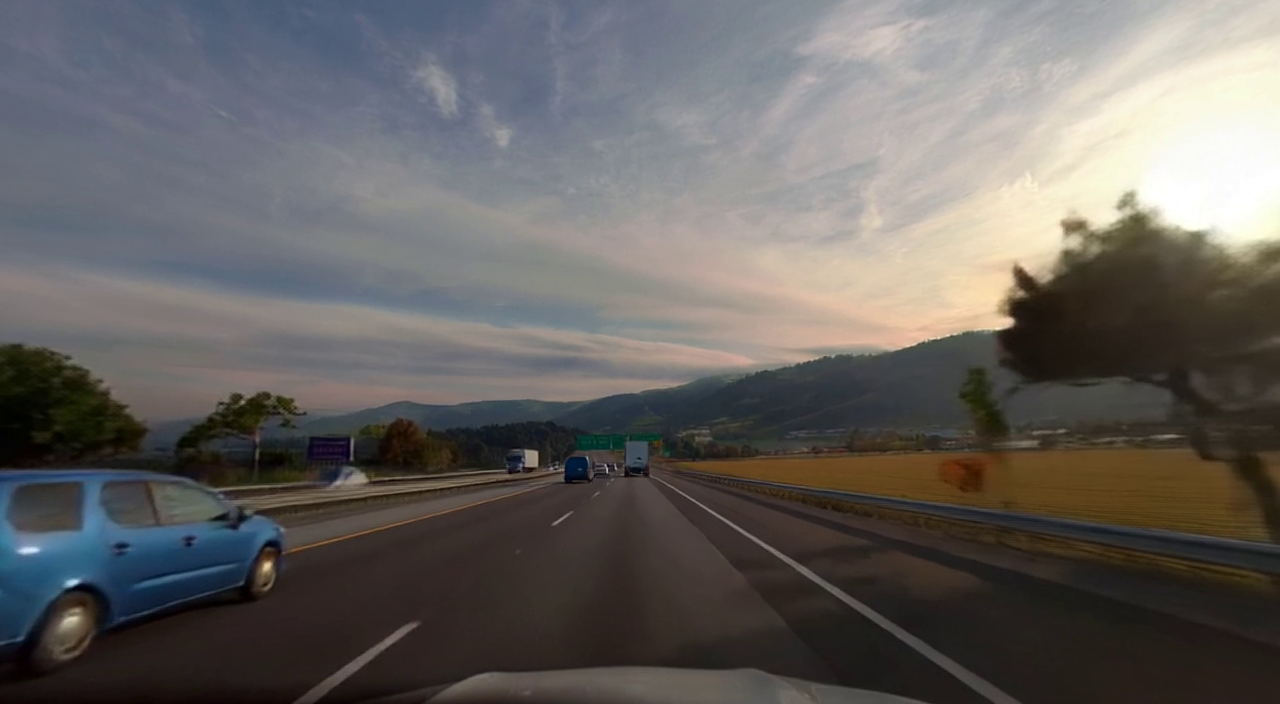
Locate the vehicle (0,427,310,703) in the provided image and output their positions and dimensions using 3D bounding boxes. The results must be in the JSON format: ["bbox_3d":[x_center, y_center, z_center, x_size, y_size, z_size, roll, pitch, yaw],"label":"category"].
[{"bbox_3d":[-4.349,1.237,3.888,2.090,1.462,4.603,0,-10,0],"label":"vehicle"}]

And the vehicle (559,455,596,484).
[{"bbox_3d":[-4.437,8.528,45.668,2.208,1.973,4.716,1,-10,0],"label":"vehicle"}]
